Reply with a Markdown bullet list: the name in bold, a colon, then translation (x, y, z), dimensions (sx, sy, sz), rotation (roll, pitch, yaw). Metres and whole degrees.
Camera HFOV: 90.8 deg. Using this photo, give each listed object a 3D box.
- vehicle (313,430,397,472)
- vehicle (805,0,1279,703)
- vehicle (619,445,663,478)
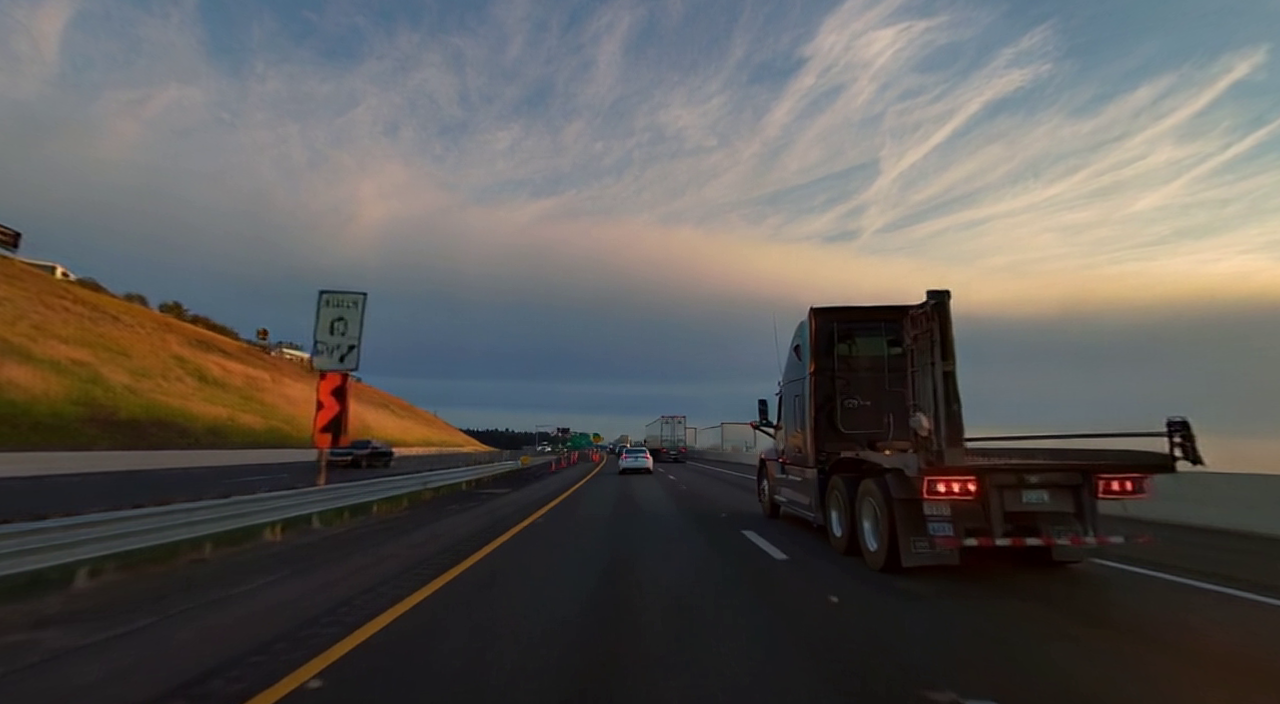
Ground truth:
- **vehicle**: translation (-13.133, 4.613, 29.390), dimensions (2.012, 1.783, 4.216), rotation (0, -9, -1)
- **vehicle**: translation (3.633, -0.393, 1.509), dimensions (2.874, 4.065, 14.243), rotation (0, -9, 1)
- **vehicle**: translation (0.021, 5.078, 29.502), dimensions (1.927, 1.437, 3.794), rotation (0, -9, -1)
